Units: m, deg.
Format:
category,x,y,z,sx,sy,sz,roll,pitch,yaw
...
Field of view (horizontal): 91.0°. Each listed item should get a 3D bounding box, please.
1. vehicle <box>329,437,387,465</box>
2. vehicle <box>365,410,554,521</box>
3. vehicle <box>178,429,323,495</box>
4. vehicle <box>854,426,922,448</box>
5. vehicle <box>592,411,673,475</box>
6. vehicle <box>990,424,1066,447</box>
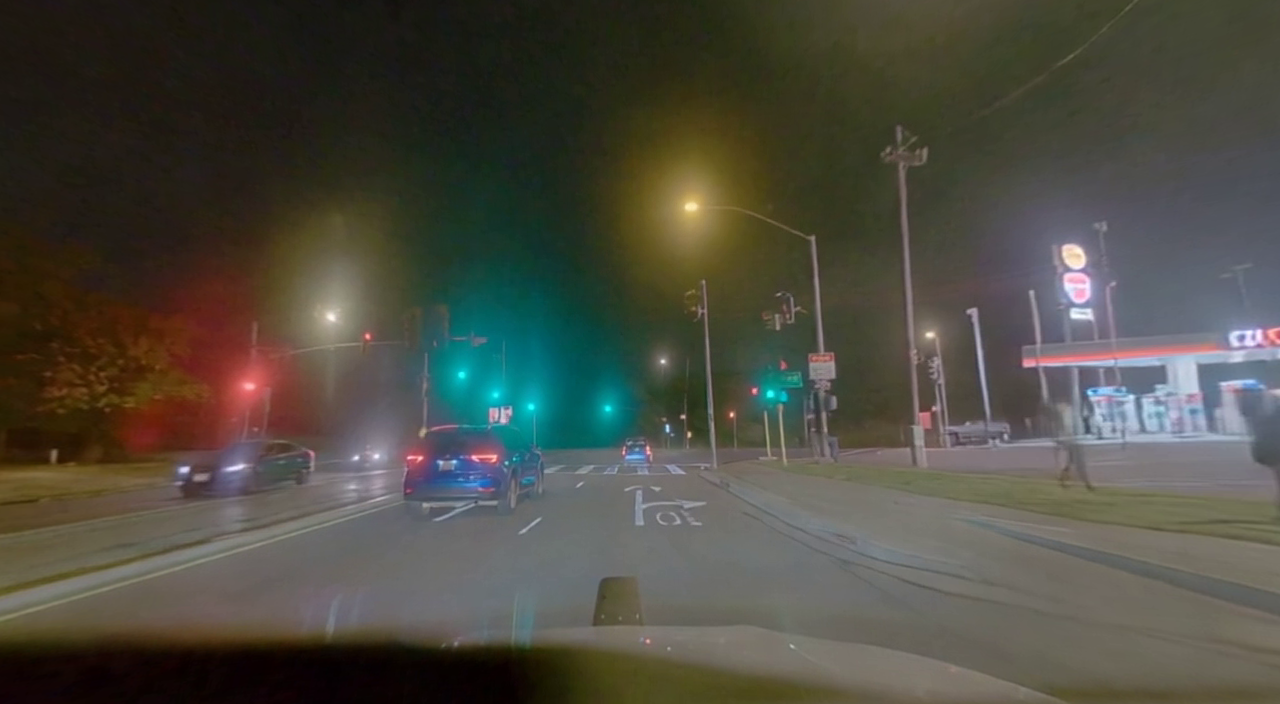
category,x,y,z,sx,sy,sz,roll,pitch,yaw
vehicle,-16.555,5.843,37.127,1.719,1.523,3.864,0,-8,-1
vehicle,-3.190,2.151,12.471,2.247,1.734,4.919,0,-8,1
vehicle,-12.031,3.400,19.845,1.912,1.831,4.314,0,-8,-3
vehicle,17.503,6.047,44.558,3.997,1.496,1.907,1,-8,-11
vehicle,-0.220,3.252,22.588,2.552,1.999,5.498,0,-8,0
vehicle,28.876,6.206,46.898,4.403,1.484,1.952,-1,-9,-5
